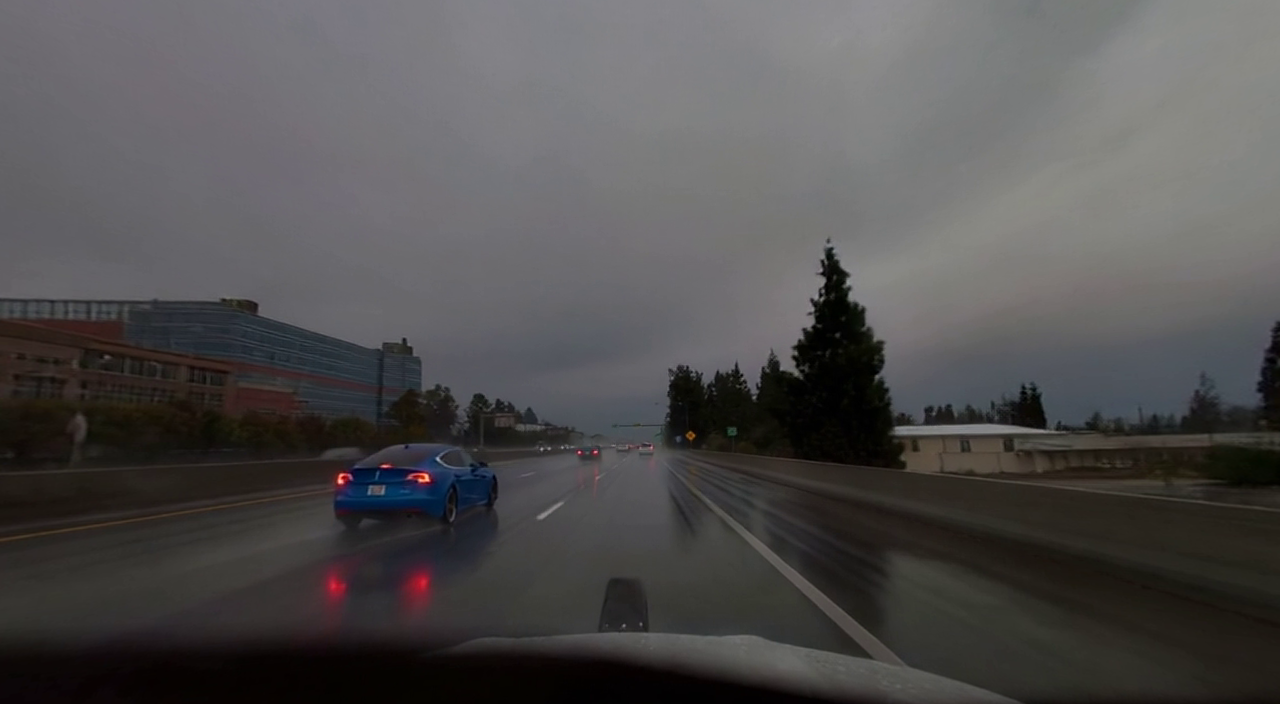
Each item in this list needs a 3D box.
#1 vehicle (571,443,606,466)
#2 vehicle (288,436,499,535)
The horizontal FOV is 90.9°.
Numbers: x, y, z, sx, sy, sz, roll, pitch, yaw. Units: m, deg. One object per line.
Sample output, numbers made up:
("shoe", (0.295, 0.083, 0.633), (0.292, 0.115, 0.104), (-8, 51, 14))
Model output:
("vehicle", (-3.359, 6.806, 42.131), (1.926, 1.464, 4.186), (0, -8, 1))
("vehicle", (-4.173, 2.313, 11.641), (2.083, 1.471, 4.350), (0, -8, 1))
